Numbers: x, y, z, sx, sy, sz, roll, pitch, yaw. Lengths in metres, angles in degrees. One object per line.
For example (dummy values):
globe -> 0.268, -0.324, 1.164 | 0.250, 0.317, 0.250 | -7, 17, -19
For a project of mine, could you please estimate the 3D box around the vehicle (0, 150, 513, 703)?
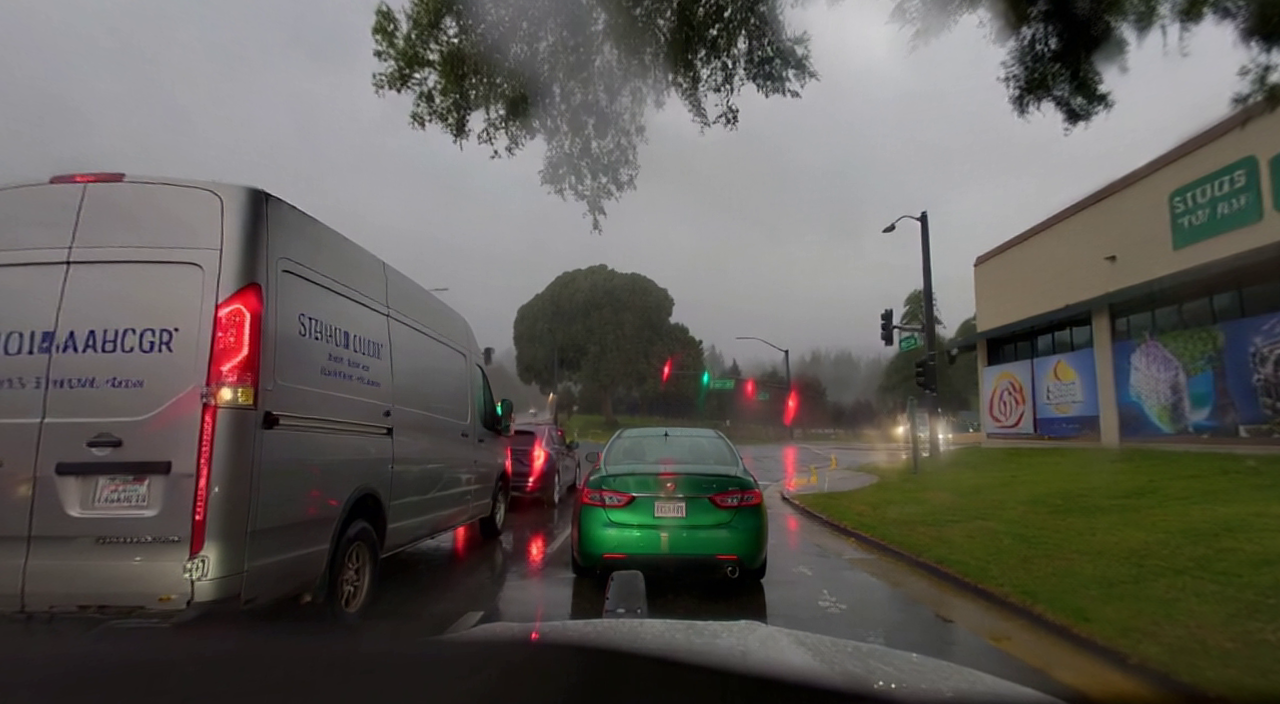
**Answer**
vehicle -> -3.099, 0.881, 5.845 | 2.555, 3.035, 5.702 | 0, -8, 0

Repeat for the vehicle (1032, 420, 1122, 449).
vehicle -> 32.025, 6.056, 46.182 | 5.084, 2.041, 2.360 | 2, -9, -9

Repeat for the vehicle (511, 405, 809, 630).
vehicle -> 0.304, 1.642, 7.287 | 2.398, 1.773, 4.254 | -1, -8, 4

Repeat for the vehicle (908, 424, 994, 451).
vehicle -> 21.955, 6.067, 44.511 | 5.021, 1.848, 2.210 | 1, -9, -9
